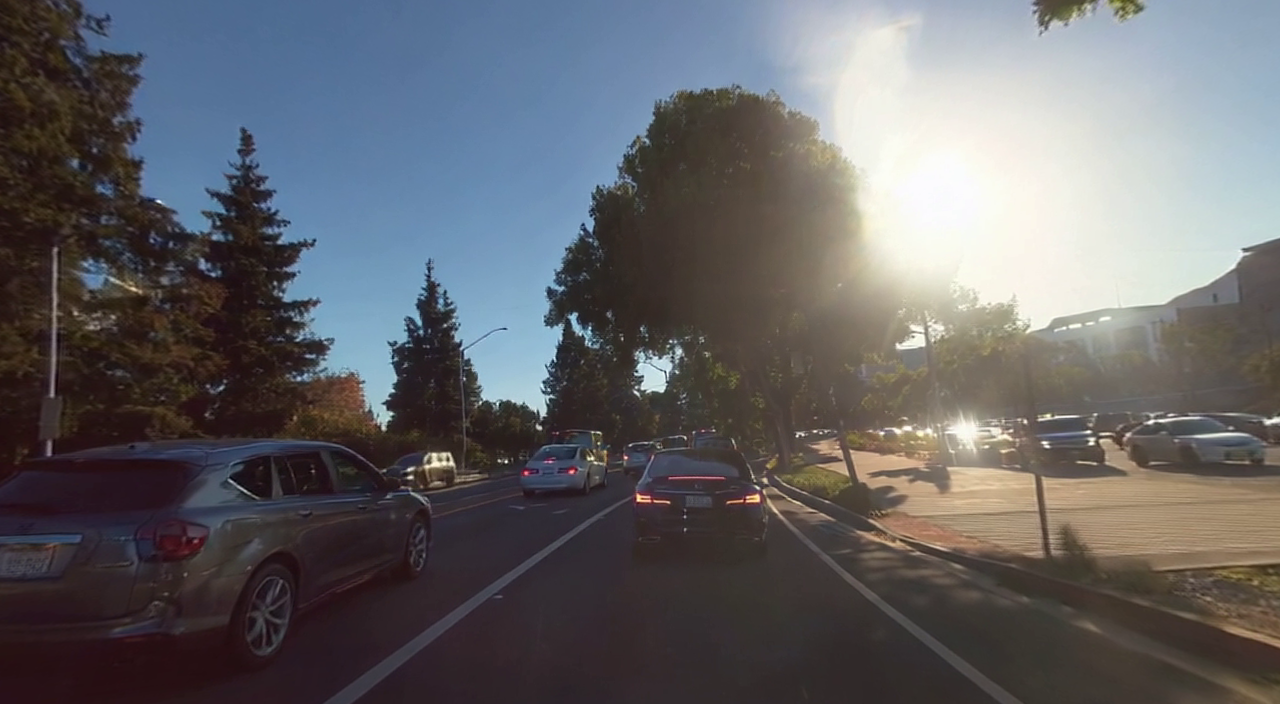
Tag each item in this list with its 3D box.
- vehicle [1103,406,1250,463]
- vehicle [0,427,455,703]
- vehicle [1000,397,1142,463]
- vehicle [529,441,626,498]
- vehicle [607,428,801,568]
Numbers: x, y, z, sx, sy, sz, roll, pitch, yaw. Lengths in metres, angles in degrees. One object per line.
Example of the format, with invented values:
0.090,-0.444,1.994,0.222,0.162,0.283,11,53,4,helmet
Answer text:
17.307,2.725,20.608,1.803,1.518,3.893,-7,-9,10,vehicle
-3.208,1.437,5.106,1.940,1.502,4.241,-1,-9,3,vehicle
14.218,2.689,21.191,2.288,1.933,4.612,-2,-9,13,vehicle
-1.742,3.483,19.070,1.870,1.490,4.187,-2,-9,9,vehicle
0.868,1.938,9.154,2.142,1.528,4.133,-1,-9,5,vehicle
